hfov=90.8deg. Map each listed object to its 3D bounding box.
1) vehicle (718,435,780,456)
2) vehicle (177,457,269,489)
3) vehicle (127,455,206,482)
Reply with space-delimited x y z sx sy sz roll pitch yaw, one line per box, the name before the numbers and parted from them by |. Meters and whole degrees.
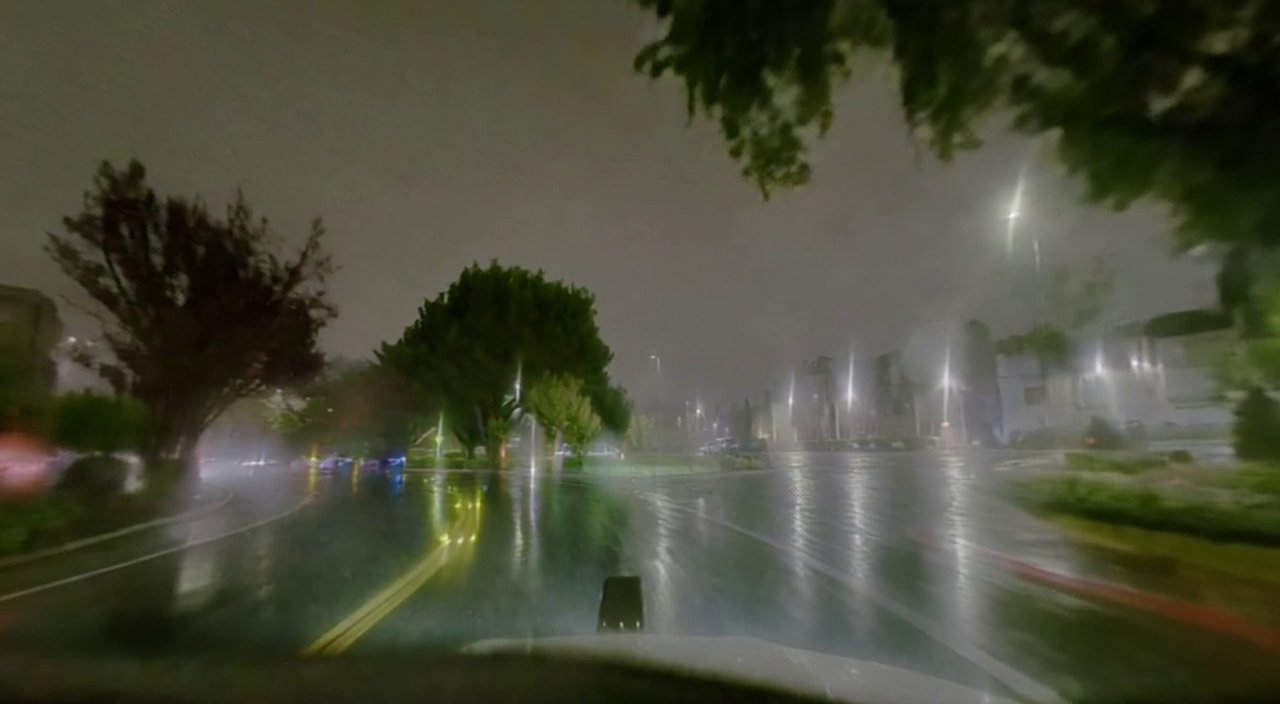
vehicle | 8.119 7.013 47.327 4.462 1.474 1.765 -1 -9 6
vehicle | -22.968 6.554 34.617 2.772 1.161 7.241 4 -8 -45
vehicle | -30.829 7.551 41.107 4.946 1.537 2.206 -5 -9 30
